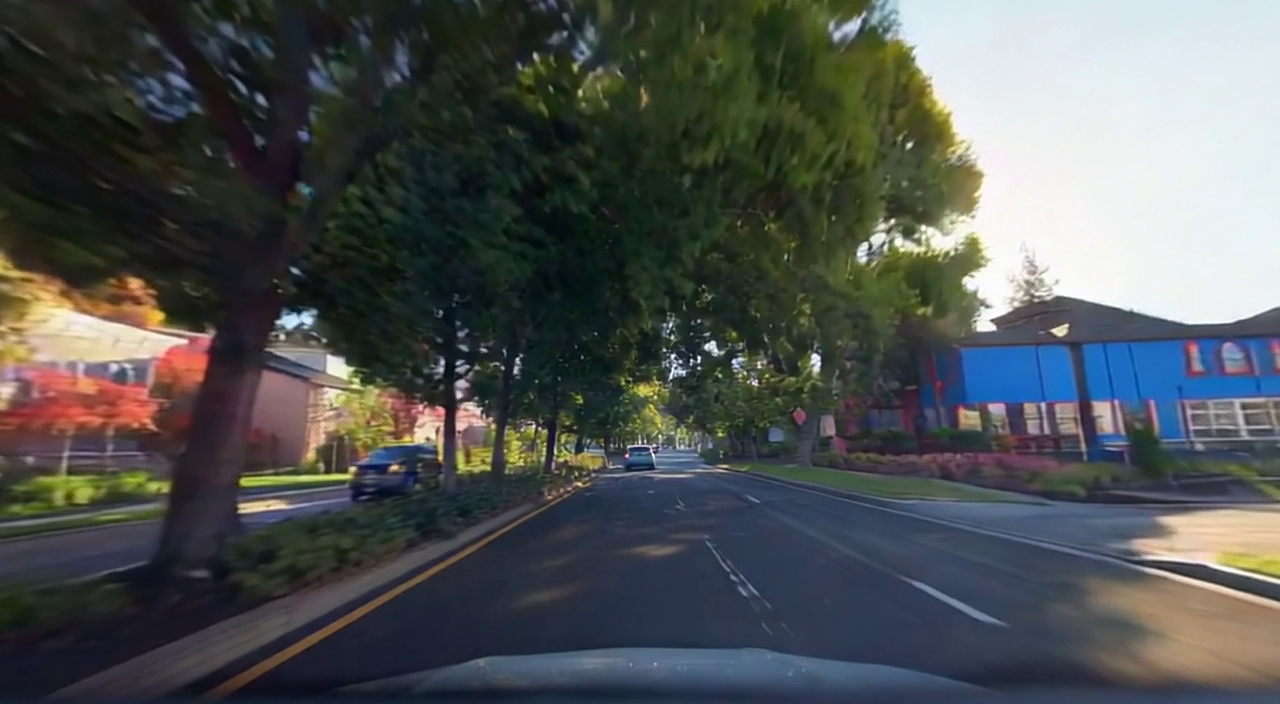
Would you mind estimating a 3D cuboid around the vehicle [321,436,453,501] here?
[{"bbox_3d":[-7.648,3.527,19.632,2.055,1.757,4.584,0,-8,2],"label":"vehicle"}]

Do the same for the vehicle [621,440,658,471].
[{"bbox_3d":[0.033,6.195,37.936,2.129,1.713,4.314,0,-8,1],"label":"vehicle"}]
